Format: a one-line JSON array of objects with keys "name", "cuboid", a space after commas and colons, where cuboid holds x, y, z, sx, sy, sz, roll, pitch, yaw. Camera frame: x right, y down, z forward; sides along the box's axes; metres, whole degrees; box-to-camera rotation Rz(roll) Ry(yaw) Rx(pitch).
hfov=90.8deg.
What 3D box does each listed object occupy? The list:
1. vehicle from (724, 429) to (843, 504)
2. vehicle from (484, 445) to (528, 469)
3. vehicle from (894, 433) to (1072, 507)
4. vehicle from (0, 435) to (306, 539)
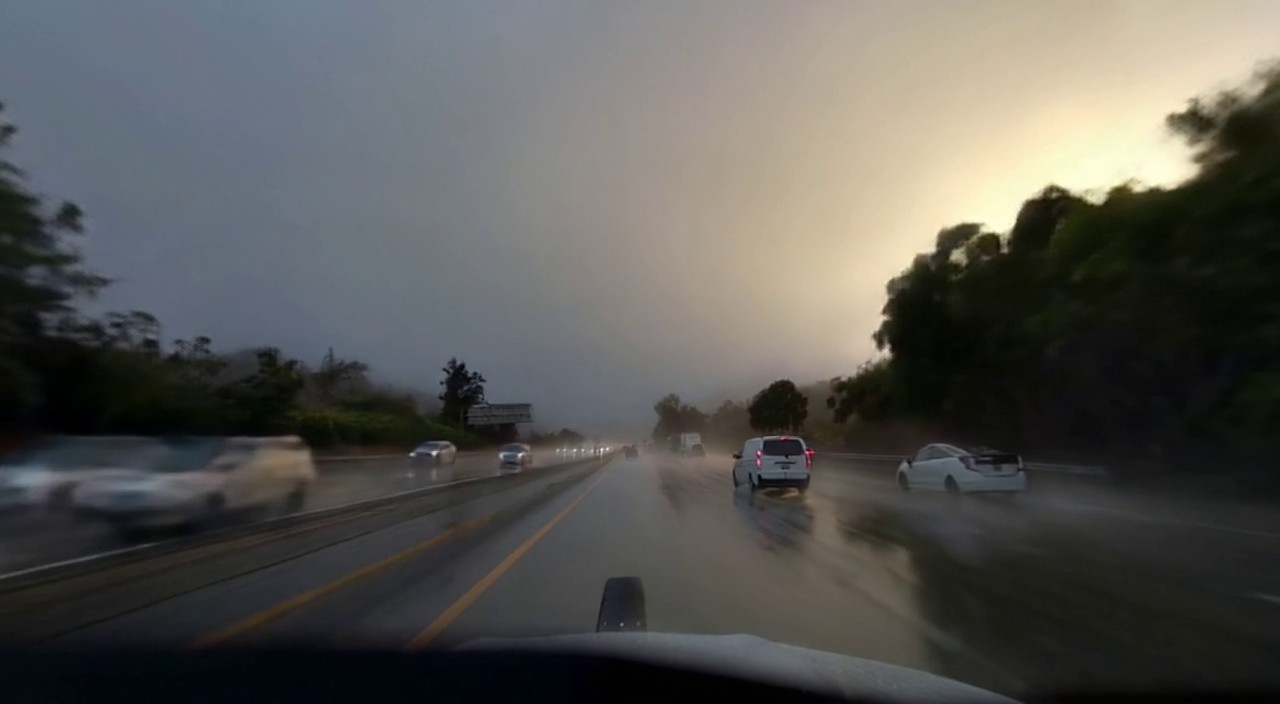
[{"name": "vehicle", "cuboid": [3.711, 3.059, 17.277, 2.070, 1.751, 4.576, 0, -9, -1]}, {"name": "vehicle", "cuboid": [-8.578, 6.763, 40.826, 1.896, 1.478, 4.403, 0, -9, 0]}, {"name": "vehicle", "cuboid": [8.636, 2.996, 16.476, 2.018, 1.636, 4.510, 0, -9, -1]}, {"name": "vehicle", "cuboid": [-8.338, 2.296, 11.417, 2.015, 1.467, 4.629, 0, -9, 1]}]
